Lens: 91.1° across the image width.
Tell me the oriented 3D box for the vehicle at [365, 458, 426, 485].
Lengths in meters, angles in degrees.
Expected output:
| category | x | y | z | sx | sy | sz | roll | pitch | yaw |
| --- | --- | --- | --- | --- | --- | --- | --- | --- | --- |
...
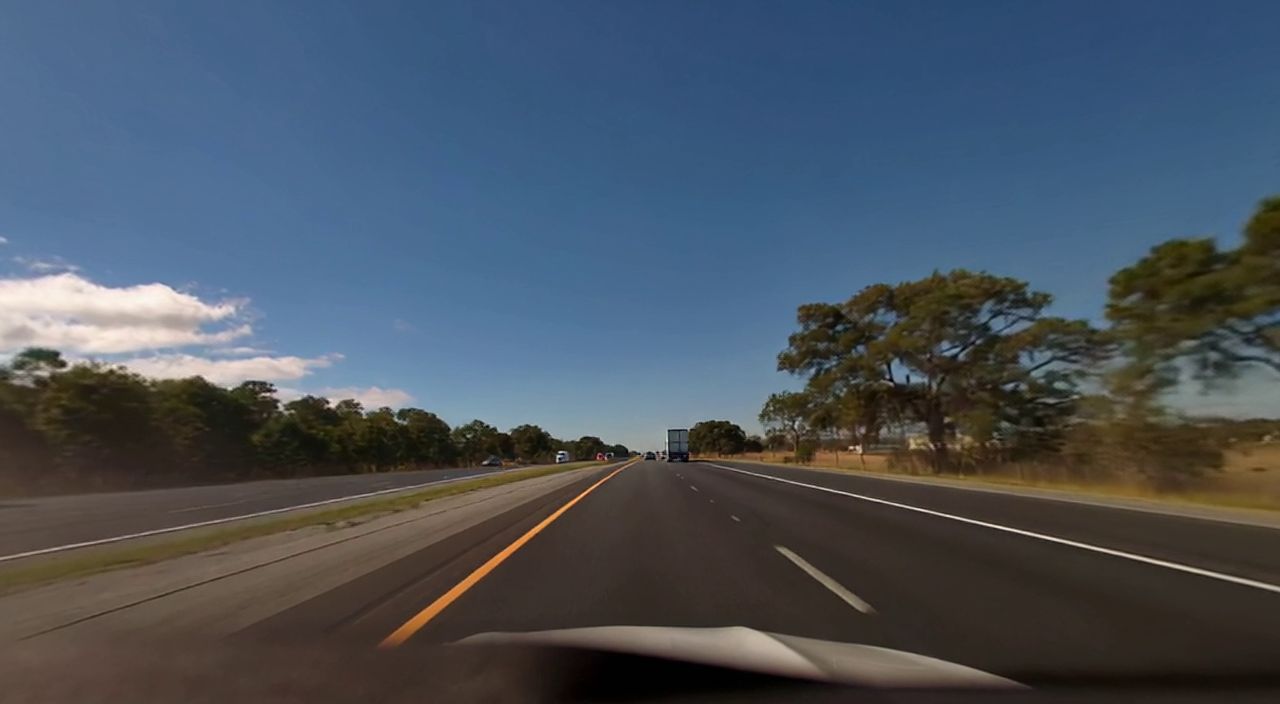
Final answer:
| category | x | y | z | sx | sy | sz | roll | pitch | yaw |
| --- | --- | --- | --- | --- | --- | --- | --- | --- | --- |
| vehicle | -15.429 | 7.560 | 39.908 | 1.992 | 1.500 | 4.845 | 0 | -9 | -1 |
